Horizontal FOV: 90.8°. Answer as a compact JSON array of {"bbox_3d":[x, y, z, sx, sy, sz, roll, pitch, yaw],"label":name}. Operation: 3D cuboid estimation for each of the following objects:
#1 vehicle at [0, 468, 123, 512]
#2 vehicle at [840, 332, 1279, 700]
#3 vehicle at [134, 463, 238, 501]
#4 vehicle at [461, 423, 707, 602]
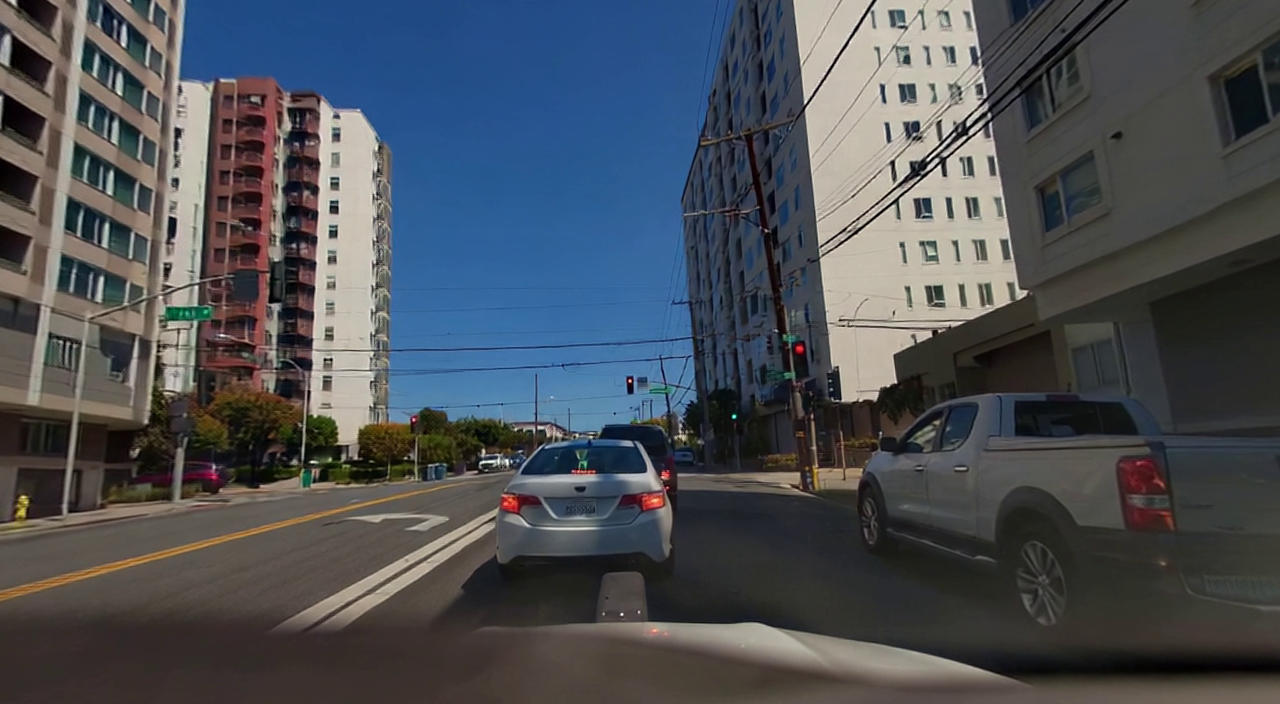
[{"bbox_3d":[-24.764,5.859,26.937,3.891,1.538,1.698,-4,-11,0],"label":"vehicle"},{"bbox_3d":[3.836,1.216,5.909,2.248,1.945,5.011,0,-8,0],"label":"vehicle"},{"bbox_3d":[-25.341,7.266,35.381,4.337,1.739,1.981,-5,-11,1],"label":"vehicle"},{"bbox_3d":[-0.472,1.633,7.339,2.019,1.453,4.129,0,-8,0],"label":"vehicle"}]
